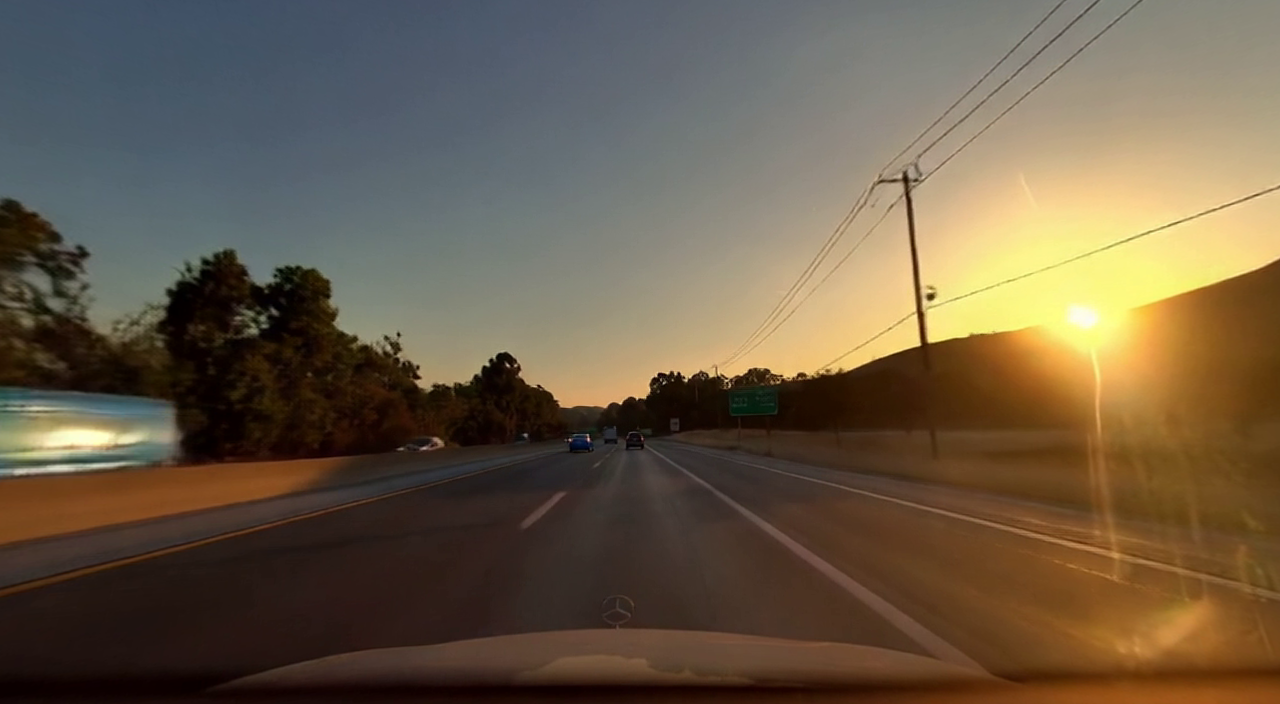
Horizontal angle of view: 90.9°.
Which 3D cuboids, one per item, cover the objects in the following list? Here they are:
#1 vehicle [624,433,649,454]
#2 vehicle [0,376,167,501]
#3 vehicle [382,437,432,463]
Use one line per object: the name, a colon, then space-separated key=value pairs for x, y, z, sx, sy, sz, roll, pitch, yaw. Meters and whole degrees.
vehicle: x=-0.294 y=6.952 z=48.020 sx=1.890 sy=1.472 sz=3.716 roll=0 pitch=-8 yaw=-1
vehicle: x=-17.087 y=2.363 z=17.269 sx=2.656 sy=3.032 sz=7.159 roll=0 pitch=-8 yaw=-1
vehicle: x=-13.096 y=5.490 z=35.625 sx=1.552 sy=1.361 sz=3.351 roll=0 pitch=-8 yaw=-1
